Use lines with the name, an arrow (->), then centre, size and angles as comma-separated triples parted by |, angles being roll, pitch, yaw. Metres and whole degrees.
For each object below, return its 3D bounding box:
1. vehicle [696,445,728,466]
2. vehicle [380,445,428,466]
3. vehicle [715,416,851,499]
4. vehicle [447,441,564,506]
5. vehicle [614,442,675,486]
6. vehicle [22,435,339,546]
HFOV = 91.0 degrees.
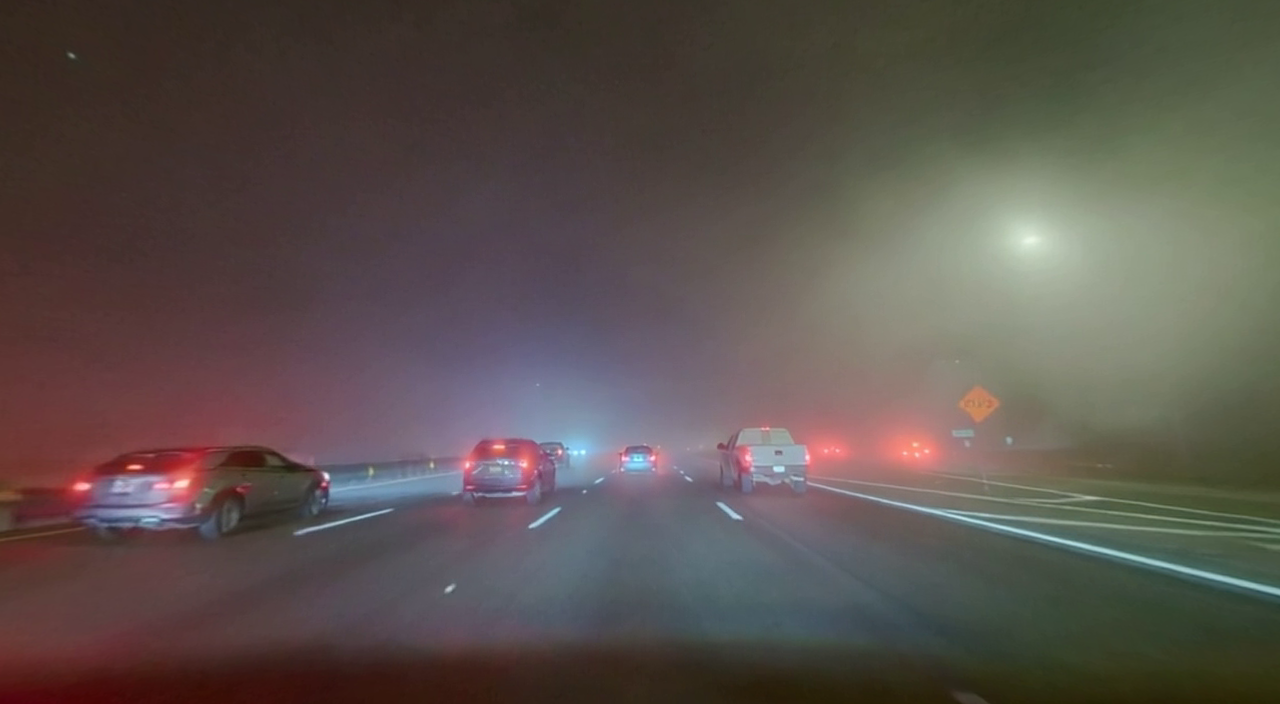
vehicle -> 5.358, 7.756, 47.257 | 2.023, 1.507, 4.510 | 0, -9, 2
vehicle -> -18.441, 8.112, 49.473 | 1.897, 1.504, 4.444 | -1, -9, 2
vehicle -> 4.108, 3.259, 19.755 | 2.802, 2.151, 6.579 | 0, -9, 1
vehicle -> -3.382, 3.162, 16.802 | 1.996, 1.488, 4.451 | 0, -9, 2
vehicle -> 0.208, 4.172, 23.666 | 2.071, 1.478, 4.130 | 0, -9, 1
vehicle -> -7.454, 2.267, 11.006 | 2.065, 1.519, 4.491 | 0, -9, 1
